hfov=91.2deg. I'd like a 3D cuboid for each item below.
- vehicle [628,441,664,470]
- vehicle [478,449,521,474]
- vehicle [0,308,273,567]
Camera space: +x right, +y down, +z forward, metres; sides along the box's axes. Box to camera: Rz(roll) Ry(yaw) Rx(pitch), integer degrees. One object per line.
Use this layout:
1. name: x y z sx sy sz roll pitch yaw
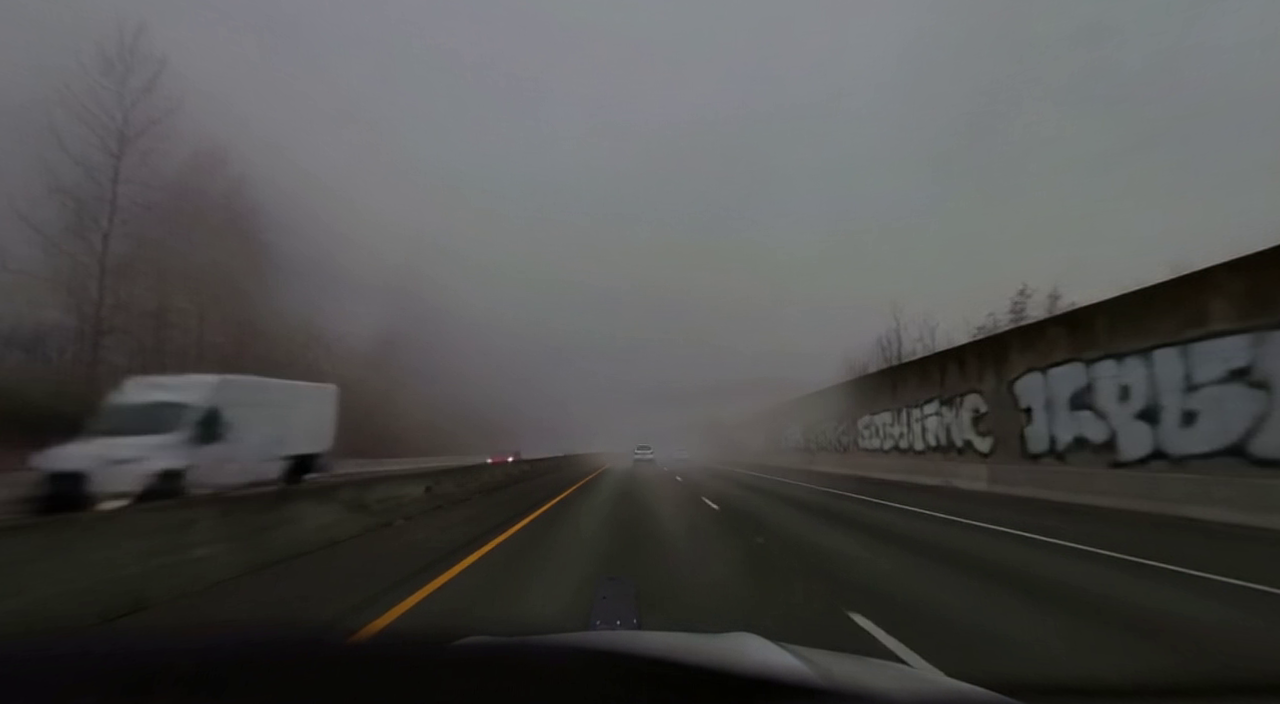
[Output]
1. vehicle: 0.301 6.362 38.739 2.095 1.671 4.219 0 -9 -1
2. vehicle: -9.214 7.167 41.357 1.895 1.498 4.329 0 -9 -1
3. vehicle: -8.966 1.349 9.608 2.686 3.050 6.421 -1 -9 0
